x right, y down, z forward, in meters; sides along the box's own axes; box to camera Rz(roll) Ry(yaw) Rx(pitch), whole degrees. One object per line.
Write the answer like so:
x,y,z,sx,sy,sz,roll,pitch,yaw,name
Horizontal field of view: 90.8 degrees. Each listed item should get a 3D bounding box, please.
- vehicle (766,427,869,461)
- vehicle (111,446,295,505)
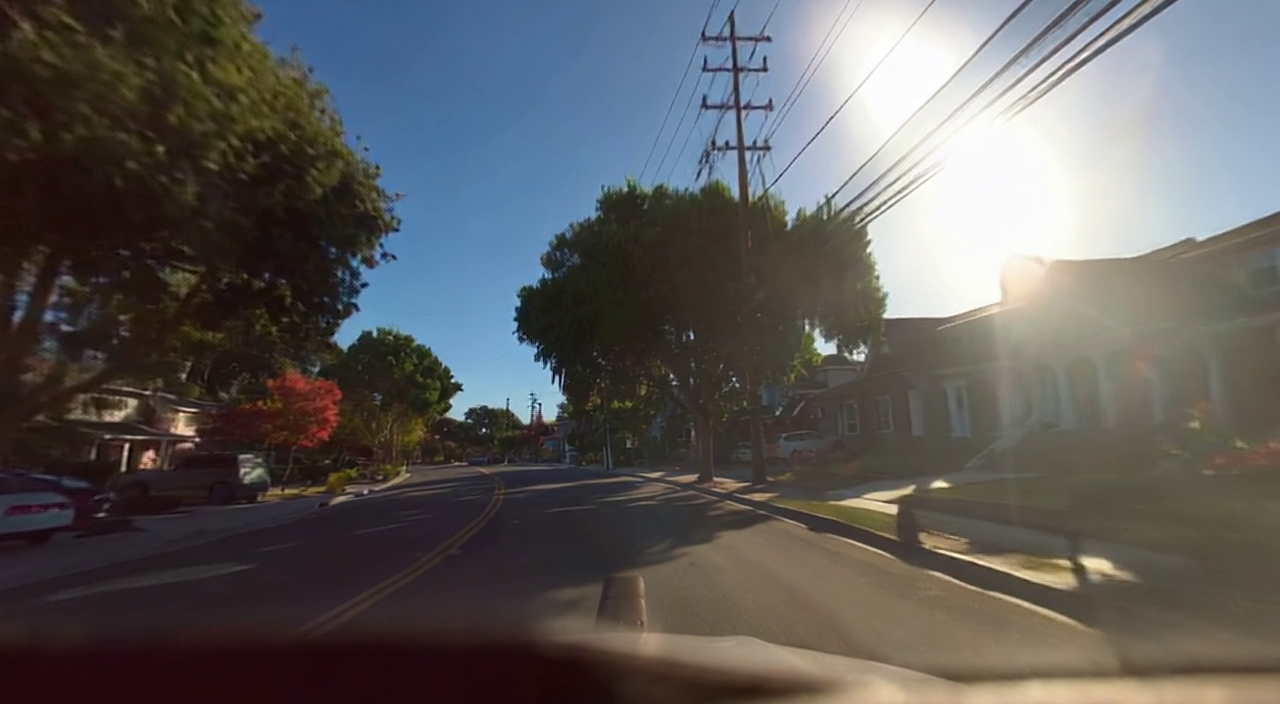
8.786,4.588,31.614,4.566,1.623,1.906,-1,-8,2,vehicle
-13.880,3.906,20.272,4.321,1.772,2.161,-1,-8,4,vehicle
